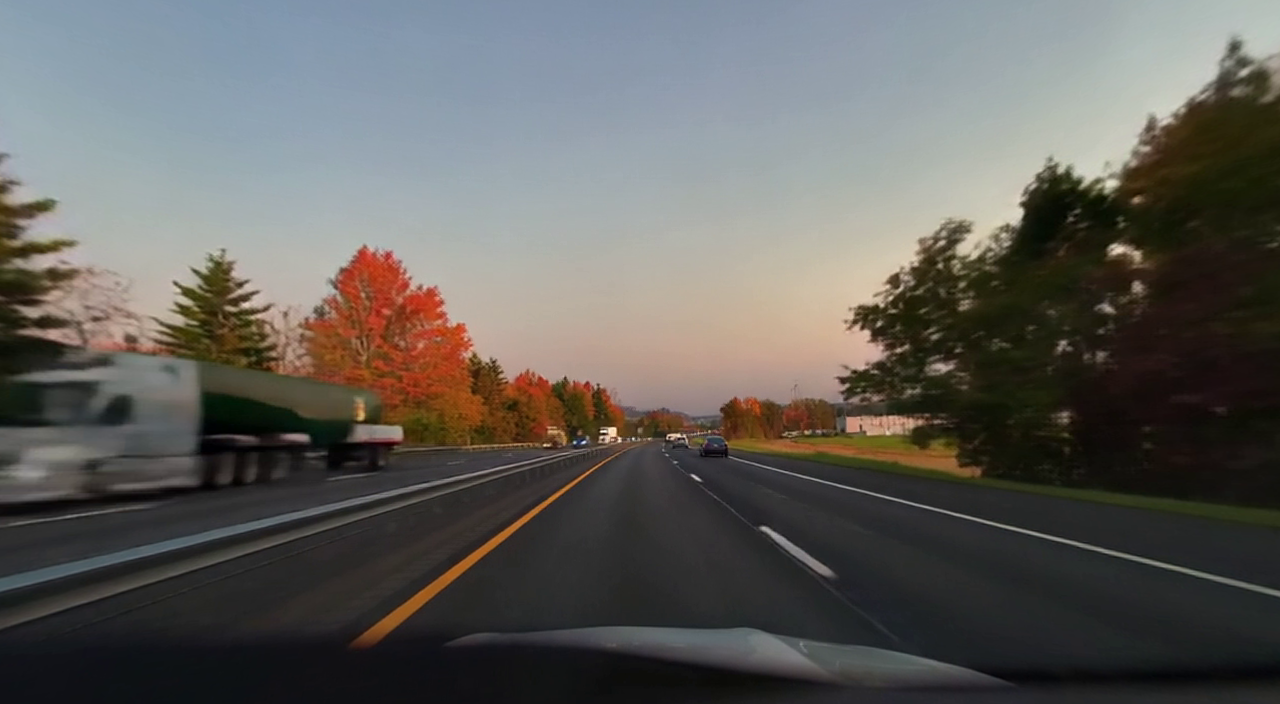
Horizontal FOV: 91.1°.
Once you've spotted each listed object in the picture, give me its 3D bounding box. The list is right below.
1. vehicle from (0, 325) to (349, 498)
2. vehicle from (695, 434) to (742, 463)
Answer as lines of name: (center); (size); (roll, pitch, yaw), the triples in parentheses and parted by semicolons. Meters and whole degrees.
vehicle: (-12.931, 2.027, 19.293); (3.048, 3.893, 10.150); (0, -8, 0)
vehicle: (4.280, 5.328, 34.823); (2.024, 1.516, 4.197); (0, -8, 0)
